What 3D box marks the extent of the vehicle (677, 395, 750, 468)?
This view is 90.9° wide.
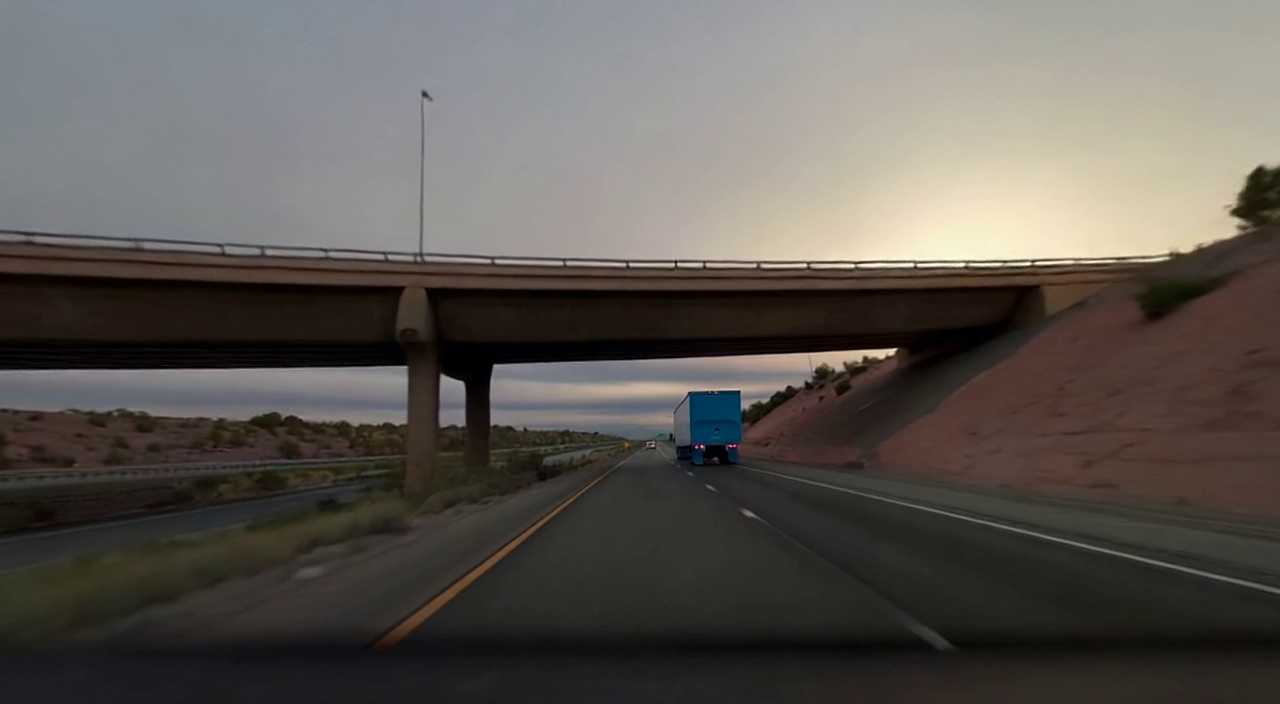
[{"bbox_3d":[4.171,4.914,38.391,3.024,3.834,10.128,0,-8,-1],"label":"vehicle"}]
